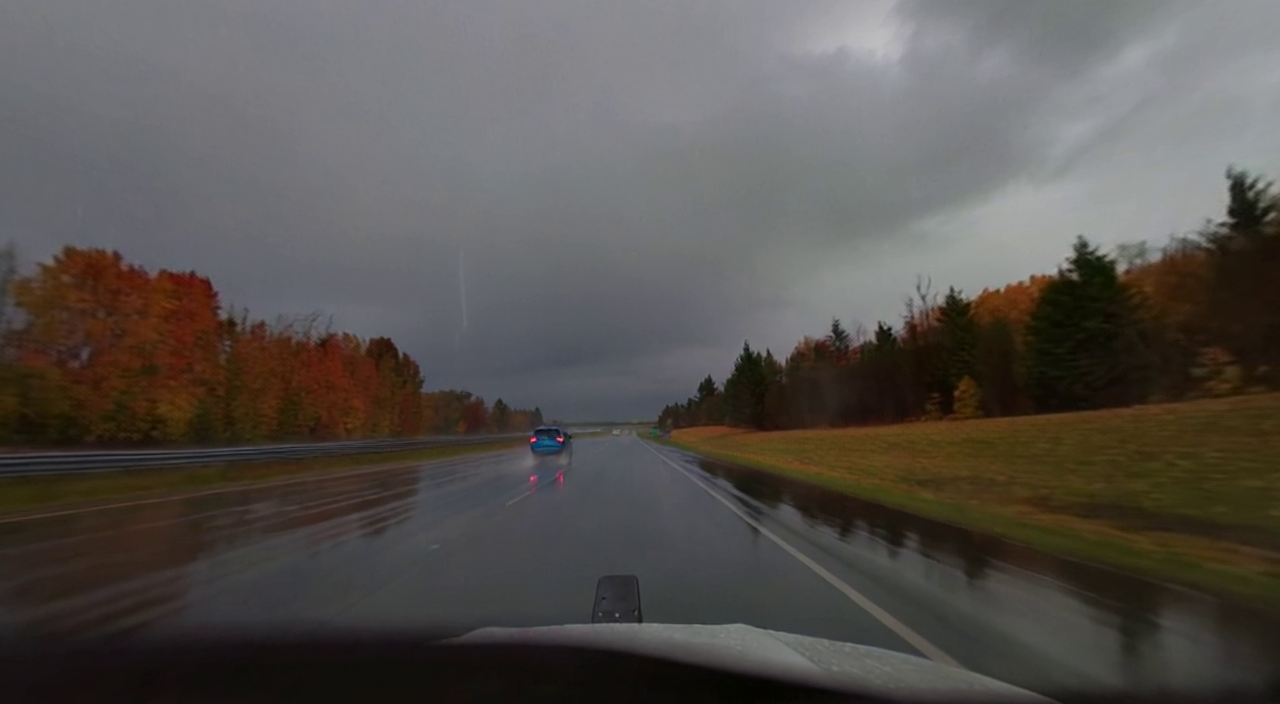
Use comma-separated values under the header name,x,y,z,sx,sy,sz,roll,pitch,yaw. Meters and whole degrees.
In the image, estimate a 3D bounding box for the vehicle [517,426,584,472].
name,x,y,z,sx,sy,sz,roll,pitch,yaw
vehicle,-3.511,3.883,25.491,2.057,1.666,4.552,0,-8,0
